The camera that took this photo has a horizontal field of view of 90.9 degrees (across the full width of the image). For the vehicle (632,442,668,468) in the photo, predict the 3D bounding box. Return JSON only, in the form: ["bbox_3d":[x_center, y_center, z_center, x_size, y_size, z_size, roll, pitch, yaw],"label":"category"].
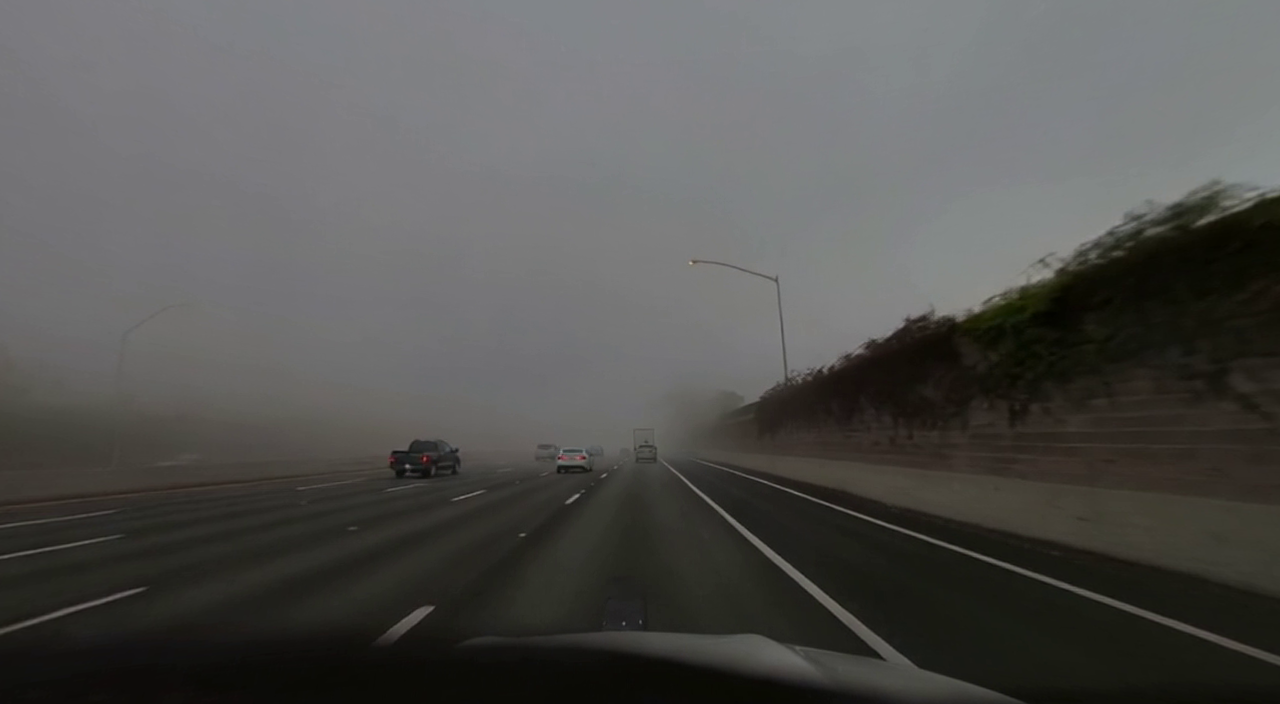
[{"bbox_3d":[0.570,6.384,39.220,2.073,1.480,4.343,-1,-9,0],"label":"vehicle"}]

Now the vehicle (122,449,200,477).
[{"bbox_3d":[-25.766,5.958,34.059,1.511,1.380,3.380,-1,-9,0],"label":"vehicle"}]

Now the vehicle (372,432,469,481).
[{"bbox_3d":[-9.960,4.800,29.304,2.339,2.018,5.790,-1,-9,1],"label":"vehicle"}]

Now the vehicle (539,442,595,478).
[{"bbox_3d":[-3.253,4.928,29.002,2.056,1.480,4.022,-1,-9,1],"label":"vehicle"}]
